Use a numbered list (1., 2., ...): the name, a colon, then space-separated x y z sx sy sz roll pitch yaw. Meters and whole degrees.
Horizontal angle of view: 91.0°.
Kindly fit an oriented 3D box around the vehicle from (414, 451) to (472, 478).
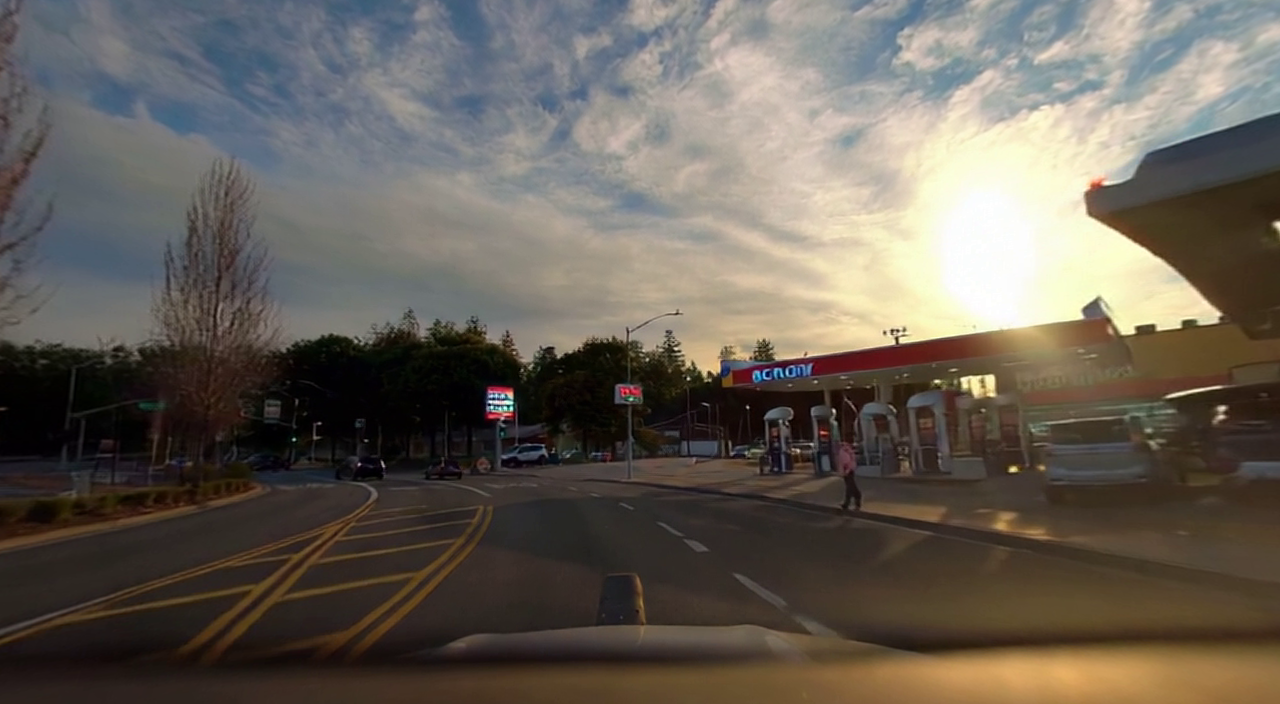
1. vehicle: -14.414 8.186 45.984 2.202 1.822 4.826 8 -12 -40

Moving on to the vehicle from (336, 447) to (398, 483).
1. vehicle: -16.697 6.831 38.344 2.254 2.006 4.766 7 -11 -37
